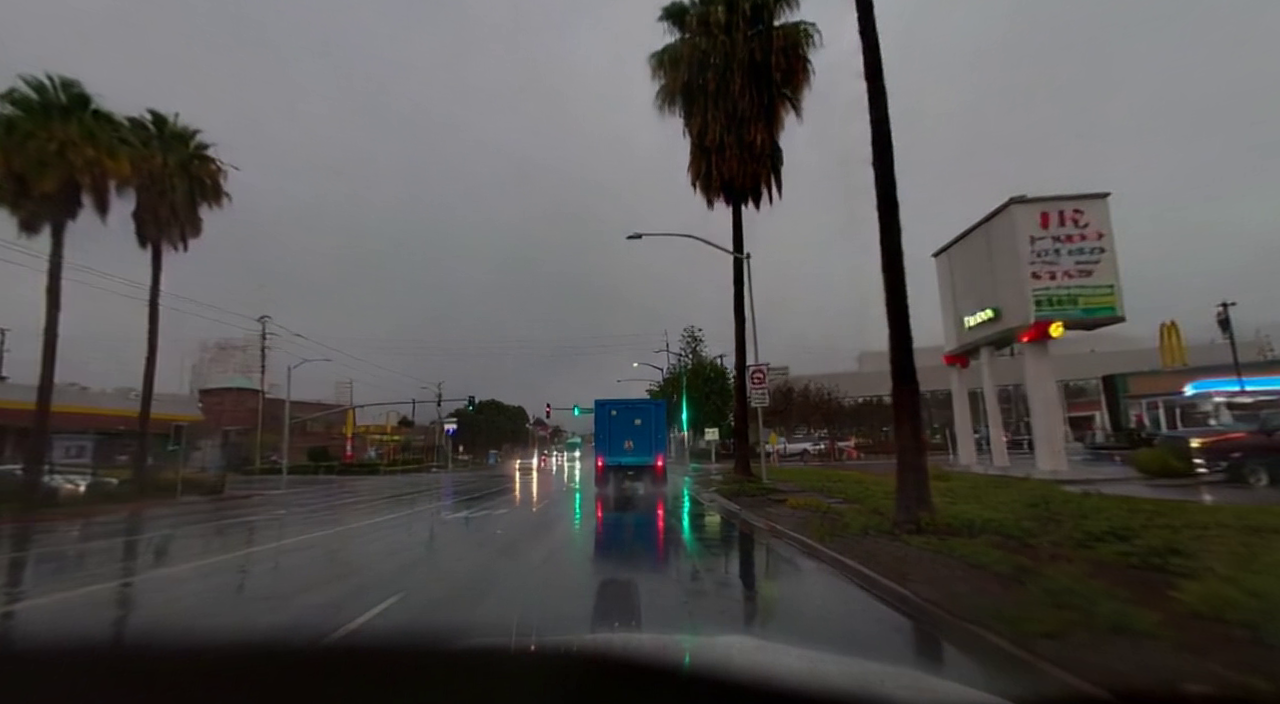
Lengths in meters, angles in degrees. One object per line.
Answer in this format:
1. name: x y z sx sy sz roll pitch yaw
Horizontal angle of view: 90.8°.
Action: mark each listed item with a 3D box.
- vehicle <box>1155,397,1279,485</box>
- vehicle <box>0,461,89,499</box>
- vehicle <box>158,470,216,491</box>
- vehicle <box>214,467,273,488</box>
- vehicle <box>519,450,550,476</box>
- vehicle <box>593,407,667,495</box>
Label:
1. vehicle: 15.782 2.297 16.249 5.078 1.937 2.326 6 -10 -33
2. vehicle: -28.173 5.772 28.675 4.303 1.567 2.021 5 -10 -29
3. vehicle: -35.736 10.126 49.925 1.834 1.383 3.707 0 -8 0
4. vehicle: -31.029 9.813 49.618 1.766 1.428 4.337 0 -8 1
5. vehicle: -7.519 7.863 45.021 1.997 1.679 4.263 1 -9 -9
6. vehicle: -0.221 3.795 24.528 2.463 2.954 5.938 0 -8 3
